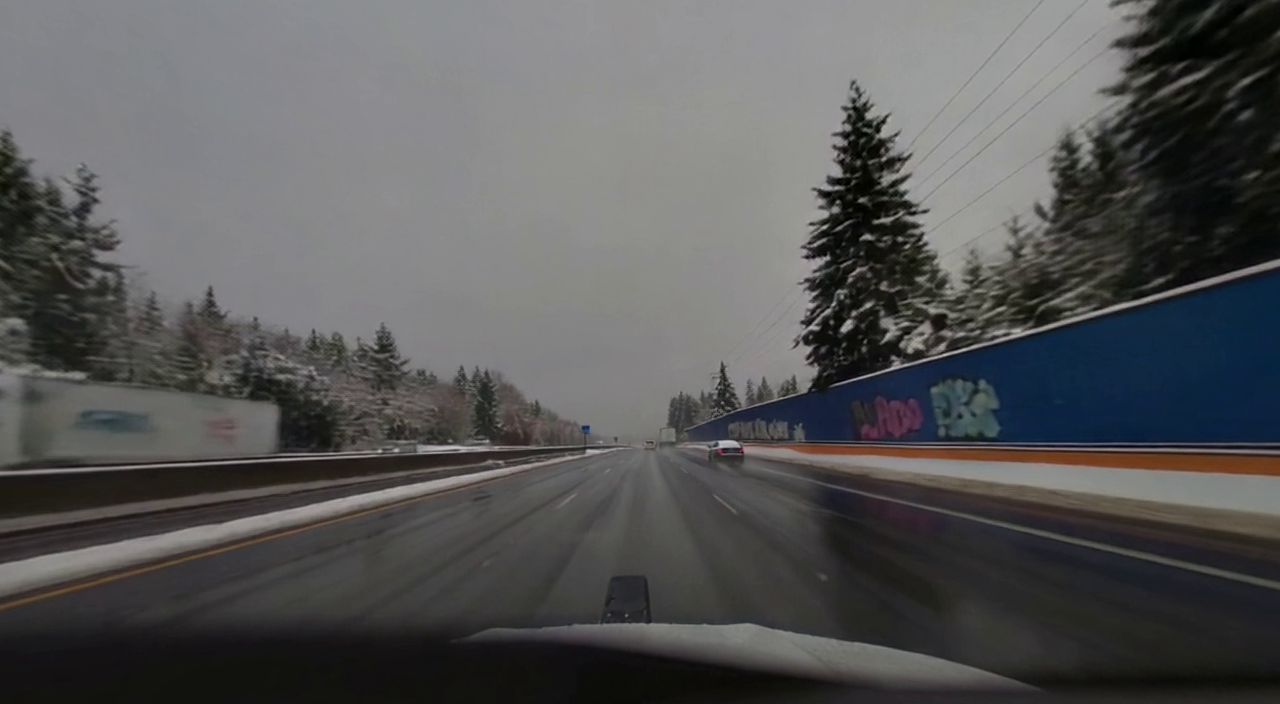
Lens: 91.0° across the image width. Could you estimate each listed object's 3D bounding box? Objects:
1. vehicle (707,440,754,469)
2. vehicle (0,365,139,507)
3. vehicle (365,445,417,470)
[{"bbox_3d":[4.952,5.637,34.872,1.991,1.494,3.951,0,-8,0],"label":"vehicle"},{"bbox_3d":[-19.112,2.547,18.848,2.965,3.866,6.042,0,-8,0],"label":"vehicle"},{"bbox_3d":[-18.841,7.949,47.752,2.011,1.816,4.516,0,-8,1],"label":"vehicle"}]
